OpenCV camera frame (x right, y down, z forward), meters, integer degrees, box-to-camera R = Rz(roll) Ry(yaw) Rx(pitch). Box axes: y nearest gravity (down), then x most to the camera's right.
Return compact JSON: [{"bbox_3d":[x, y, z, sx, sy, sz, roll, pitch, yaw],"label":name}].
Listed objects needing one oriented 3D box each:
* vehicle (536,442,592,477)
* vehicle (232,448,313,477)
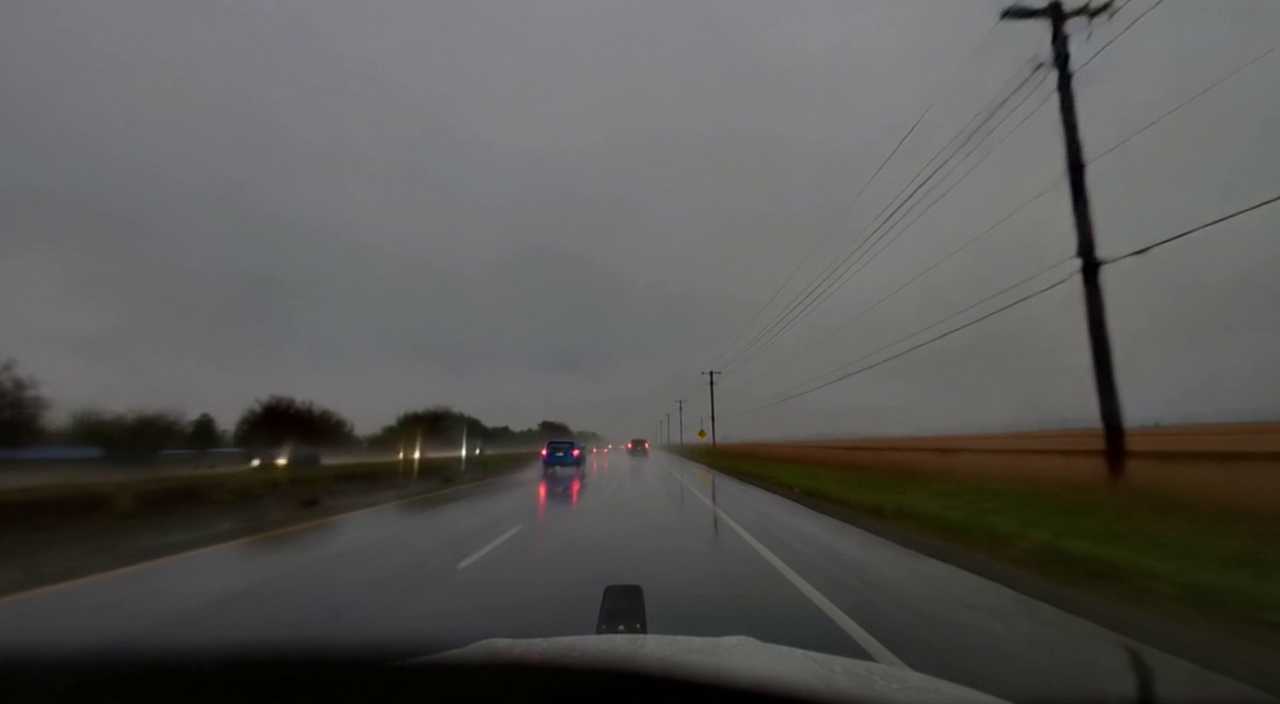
[{"bbox_3d":[-3.656,5.283,31.180,2.120,1.597,4.810,0,-9,1],"label":"vehicle"},{"bbox_3d":[-21.129,6.352,36.481,1.890,1.556,4.589,0,-9,0],"label":"vehicle"}]
